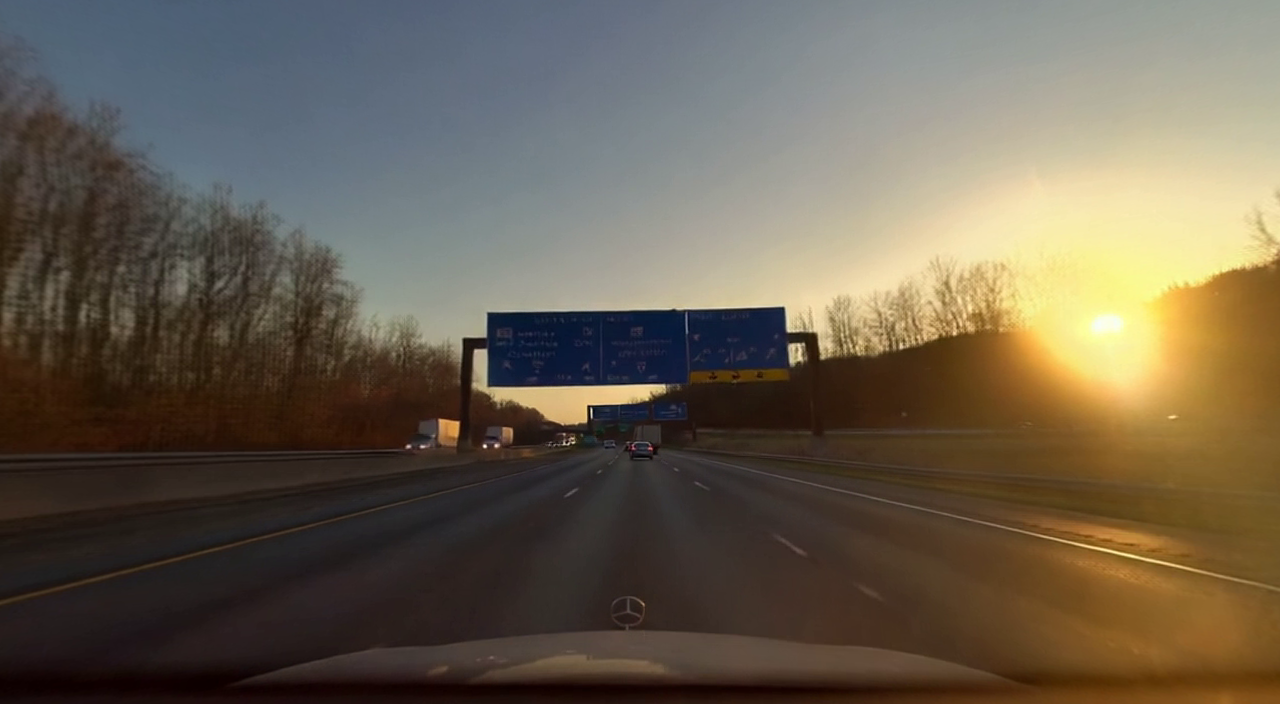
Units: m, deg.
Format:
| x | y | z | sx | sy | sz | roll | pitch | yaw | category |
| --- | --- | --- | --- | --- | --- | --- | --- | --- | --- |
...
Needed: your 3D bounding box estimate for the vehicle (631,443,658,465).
| x | y | z | sx | sy | sz | roll | pitch | yaw | category |
| --- | --- | --- | --- | --- | --- | --- | --- | --- | --- |
| 0.302 | 7.139 | 44.120 | 1.859 | 1.478 | 3.799 | 0 | -8 | 0 | vehicle |
